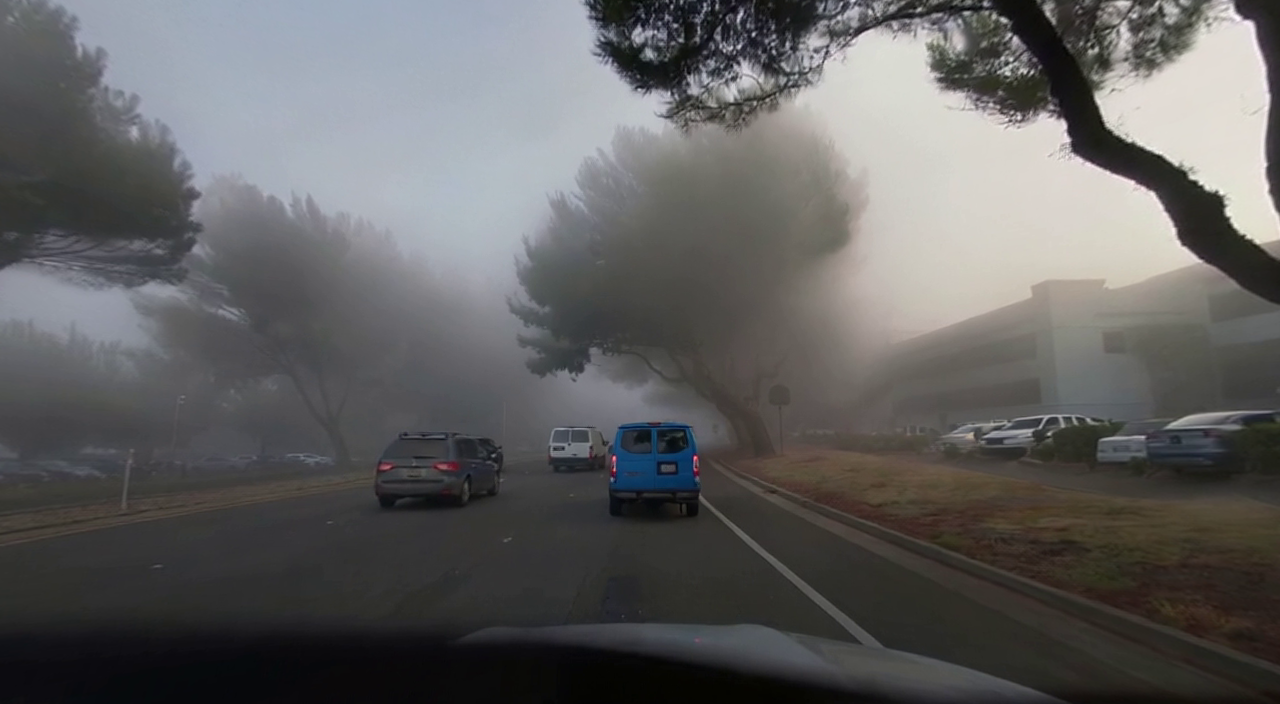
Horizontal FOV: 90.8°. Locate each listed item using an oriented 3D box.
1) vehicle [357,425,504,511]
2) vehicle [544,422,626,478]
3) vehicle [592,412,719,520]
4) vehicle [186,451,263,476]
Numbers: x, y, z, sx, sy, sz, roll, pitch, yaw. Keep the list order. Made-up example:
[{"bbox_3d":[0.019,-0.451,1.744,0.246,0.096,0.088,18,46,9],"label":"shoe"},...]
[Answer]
[{"bbox_3d":[-4.778,2.719,15.298,2.116,1.714,4.757,0,-9,-3],"label":"vehicle"},{"bbox_3d":[-2.172,4.149,26.830,2.486,2.074,5.456,-1,-9,6],"label":"vehicle"},{"bbox_3d":[0.320,2.274,13.000,2.173,1.830,4.189,0,-9,2],"label":"vehicle"},{"bbox_3d":[-32.645,8.743,49.870,1.977,1.788,4.978,-2,-9,13],"label":"vehicle"}]
